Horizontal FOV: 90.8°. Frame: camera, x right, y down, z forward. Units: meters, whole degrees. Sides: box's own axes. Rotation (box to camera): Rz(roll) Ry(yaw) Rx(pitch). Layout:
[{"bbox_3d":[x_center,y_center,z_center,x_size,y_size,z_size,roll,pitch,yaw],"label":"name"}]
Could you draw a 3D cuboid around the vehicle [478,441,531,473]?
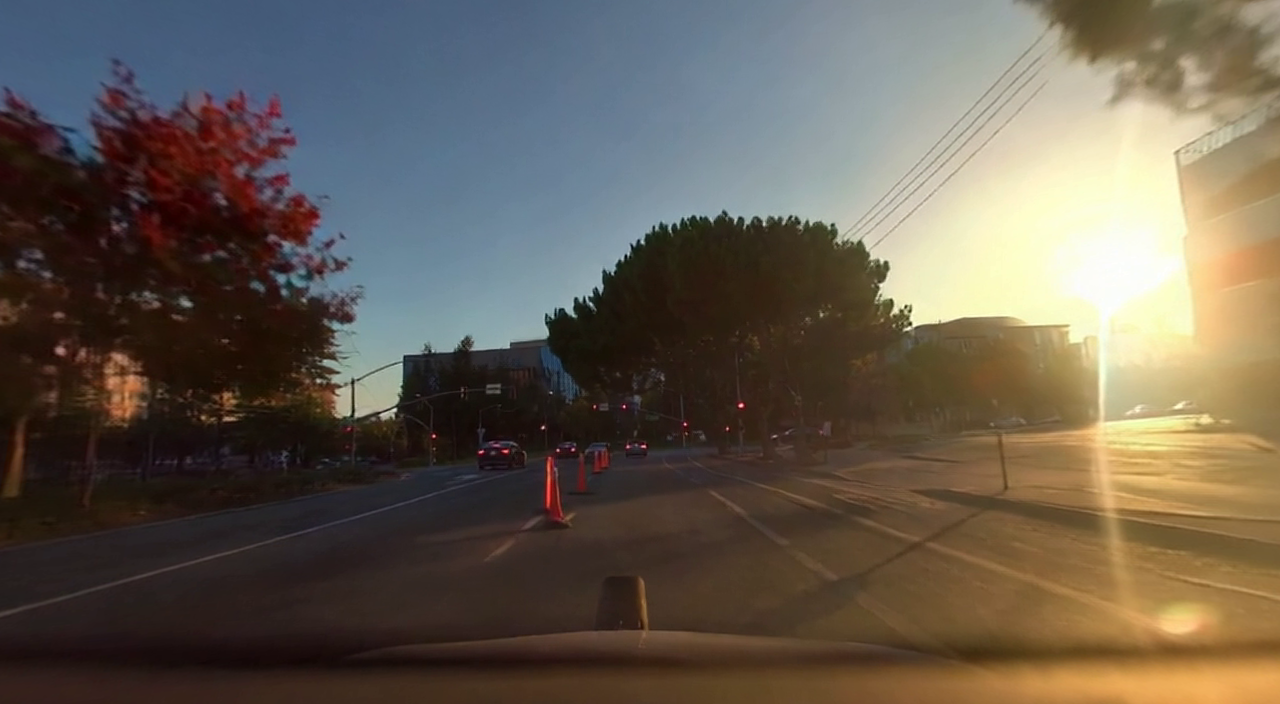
[{"bbox_3d":[-6.982,5.429,32.935,1.869,1.570,4.064,0,-8,-1],"label":"vehicle"}]
